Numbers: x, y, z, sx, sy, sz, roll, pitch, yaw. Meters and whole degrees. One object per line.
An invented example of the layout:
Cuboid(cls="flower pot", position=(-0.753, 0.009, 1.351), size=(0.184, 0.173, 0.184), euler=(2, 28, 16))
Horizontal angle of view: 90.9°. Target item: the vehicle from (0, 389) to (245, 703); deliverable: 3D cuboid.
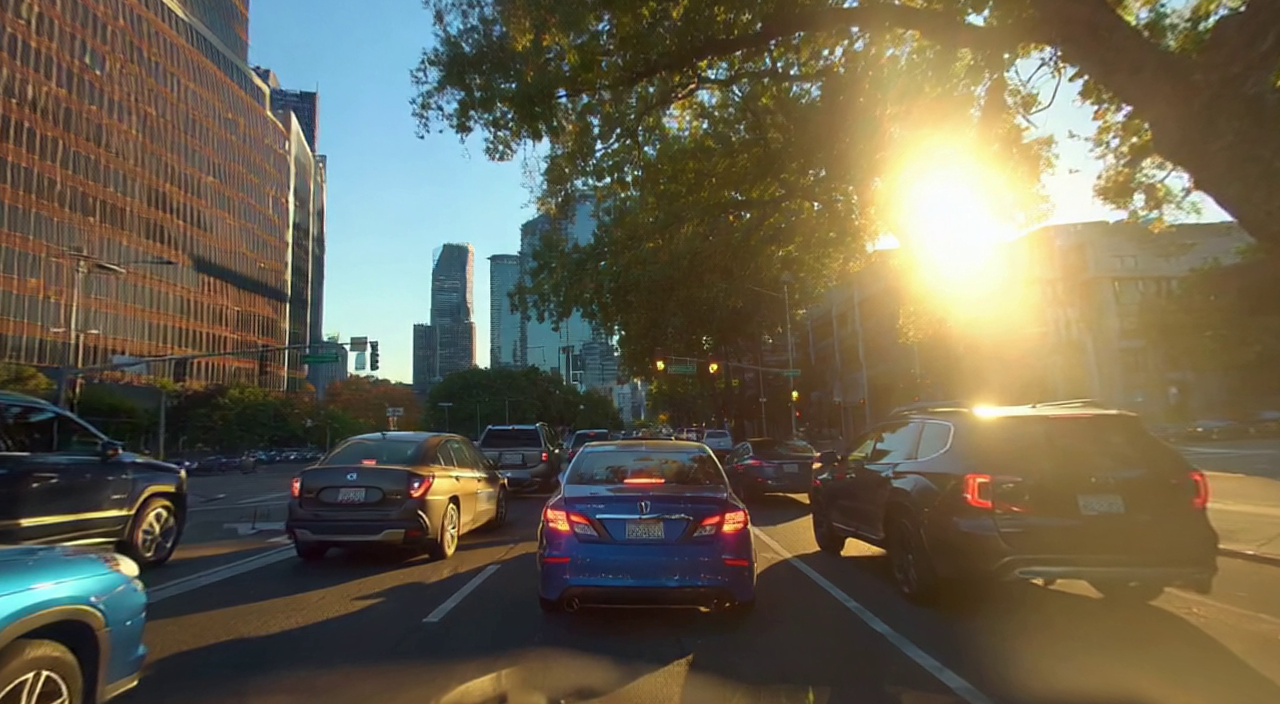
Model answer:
Cuboid(cls="vehicle", position=(-3.398, 0.747, 1.240), size=(2.144, 1.505, 4.635), euler=(-1, -9, 1))

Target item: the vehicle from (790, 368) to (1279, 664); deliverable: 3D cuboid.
Cuboid(cls="vehicle", position=(3.073, 1.311, 6.075), size=(2.108, 1.785, 4.334), euler=(0, -9, -1))

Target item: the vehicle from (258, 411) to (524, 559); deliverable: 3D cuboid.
Cuboid(cls="vehicle", position=(-3.366, 1.914, 9.788), size=(2.168, 1.719, 4.561), euler=(-1, -9, 1))

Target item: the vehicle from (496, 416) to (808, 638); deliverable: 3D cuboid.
Cuboid(cls="vehicle", position=(0.081, 1.506, 6.391), size=(2.147, 1.507, 3.953), euler=(0, -8, 0))
